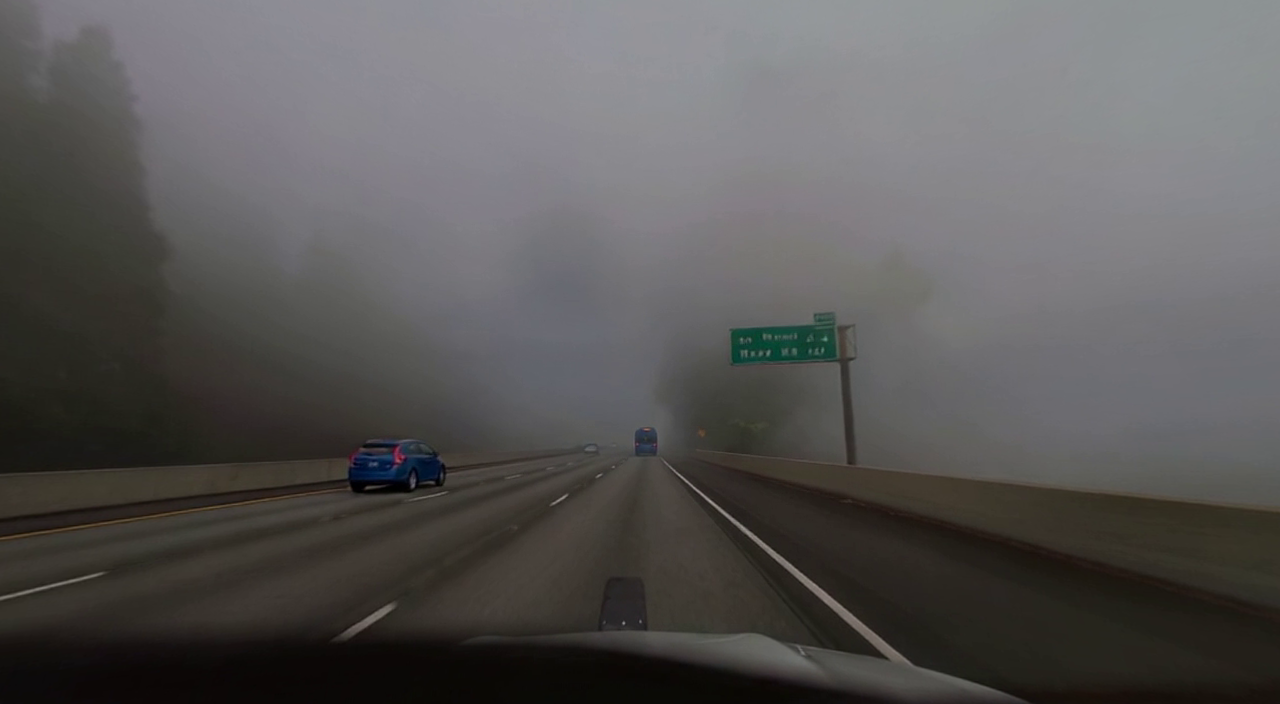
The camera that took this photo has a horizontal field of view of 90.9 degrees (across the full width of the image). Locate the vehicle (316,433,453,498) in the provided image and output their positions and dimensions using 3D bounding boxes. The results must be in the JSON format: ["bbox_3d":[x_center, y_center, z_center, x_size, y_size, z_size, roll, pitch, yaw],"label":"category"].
[{"bbox_3d":[-7.392,3.325,18.893,2.080,1.674,4.660,0,-8,1],"label":"vehicle"}]
